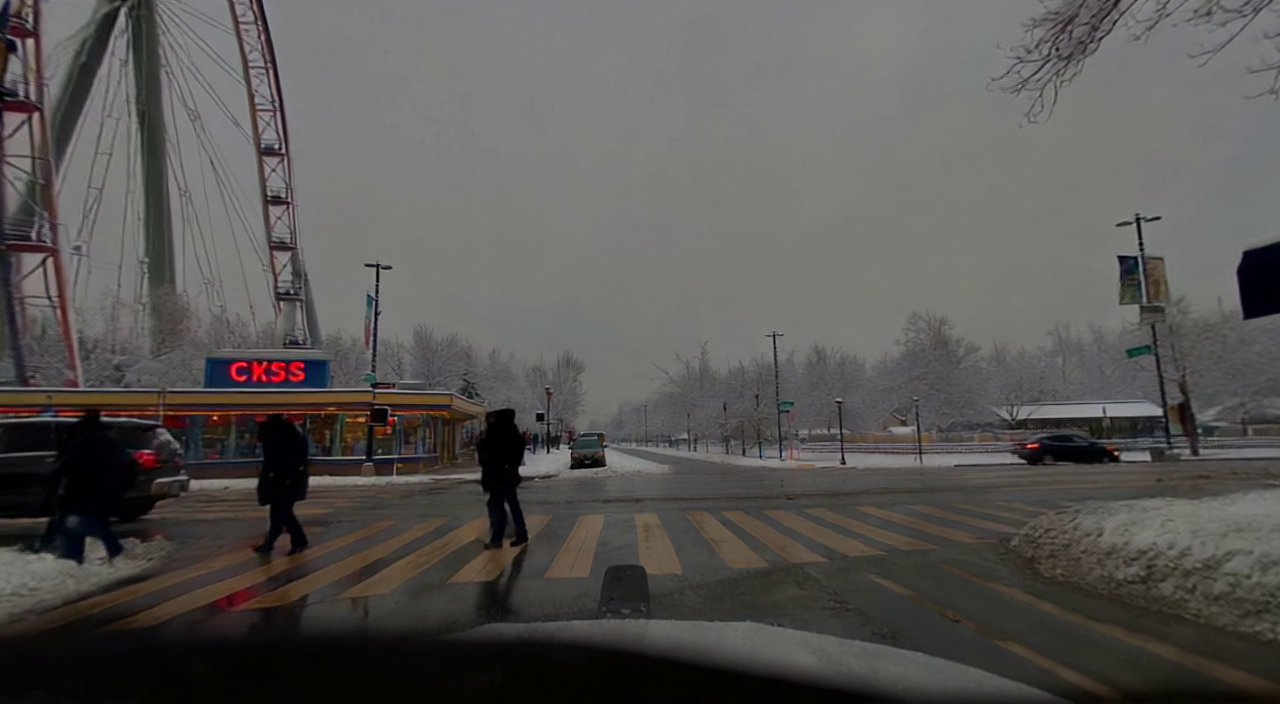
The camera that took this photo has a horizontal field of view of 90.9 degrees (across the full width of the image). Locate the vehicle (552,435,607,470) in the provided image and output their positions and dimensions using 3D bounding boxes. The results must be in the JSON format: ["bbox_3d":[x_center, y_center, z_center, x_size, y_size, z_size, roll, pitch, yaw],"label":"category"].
[{"bbox_3d":[-3.938,6.381,40.254,2.549,2.000,5.699,2,-9,-15],"label":"vehicle"}]

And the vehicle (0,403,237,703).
[{"bbox_3d":[-3.366,0.787,1.187,1.940,1.505,4.676,-1,-9,3],"label":"vehicle"}]
